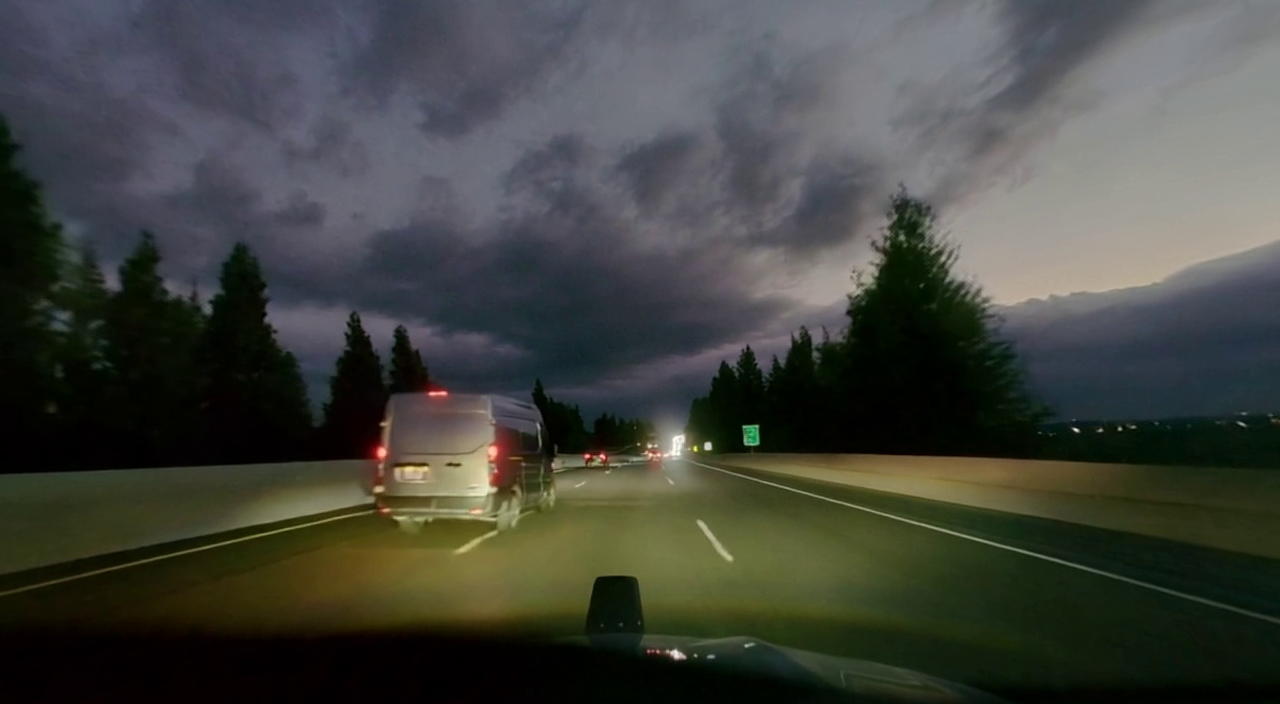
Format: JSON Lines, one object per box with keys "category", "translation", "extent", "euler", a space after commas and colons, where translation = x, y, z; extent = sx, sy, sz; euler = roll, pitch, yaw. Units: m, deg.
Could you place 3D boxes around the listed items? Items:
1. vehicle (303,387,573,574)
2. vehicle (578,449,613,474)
{"category": "vehicle", "translation": [-2.506, 1.806, 9.484], "extent": [2.219, 2.033, 4.911], "euler": [-1, -9, 3]}
{"category": "vehicle", "translation": [-2.895, 7.254, 41.885], "extent": [1.959, 1.571, 4.313], "euler": [0, -9, 1]}
